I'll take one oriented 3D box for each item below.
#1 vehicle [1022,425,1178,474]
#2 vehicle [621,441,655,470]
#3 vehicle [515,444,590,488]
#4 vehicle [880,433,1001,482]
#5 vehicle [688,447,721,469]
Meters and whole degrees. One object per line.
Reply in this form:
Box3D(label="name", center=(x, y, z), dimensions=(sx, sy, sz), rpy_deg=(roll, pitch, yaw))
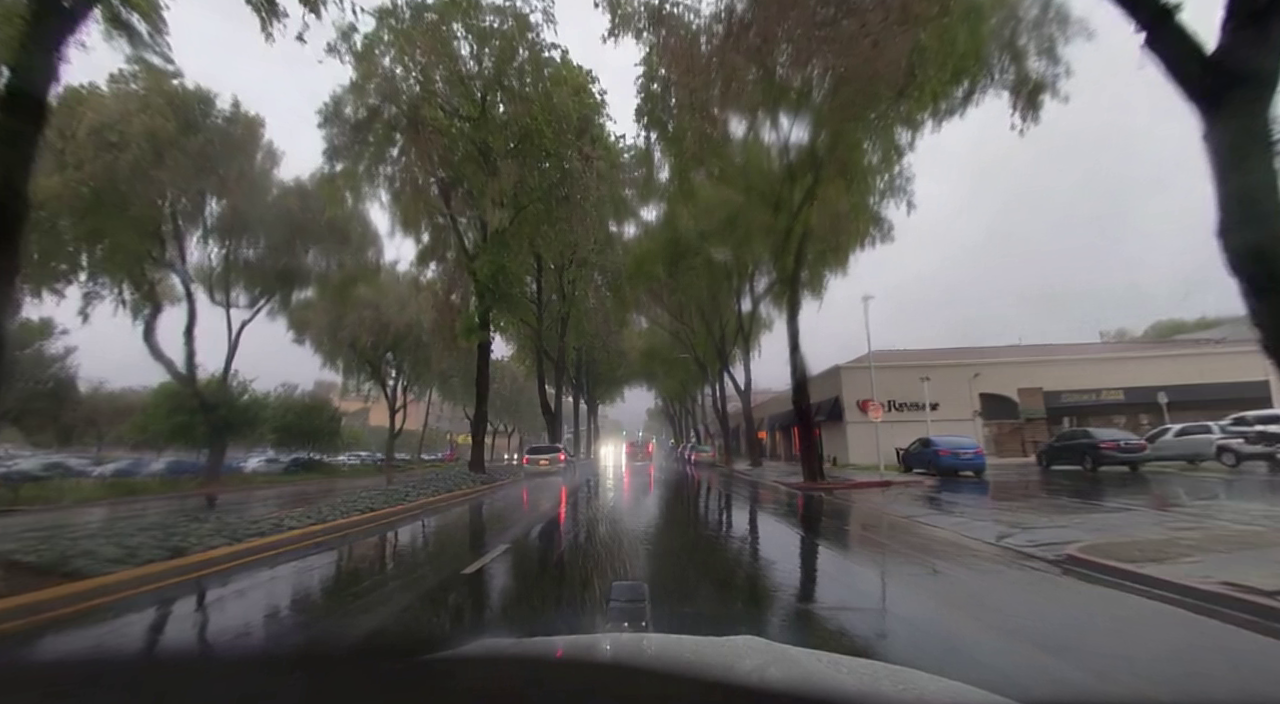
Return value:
Box3D(label="vehicle", center=(15.515, 3.340, 21.637), dimensions=(2.000, 1.494, 4.382), rpy_deg=(0, -9, 0))
Box3D(label="vehicle", center=(-0.153, 6.584, 40.301), dimensions=(2.075, 1.770, 4.018), rpy_deg=(0, -9, -1))
Box3D(label="vehicle", center=(-3.214, 4.314, 24.246), dimensions=(2.151, 1.484, 4.468), rpy_deg=(0, -9, 1))
Box3D(label="vehicle", center=(10.254, 3.637, 21.956), dimensions=(1.998, 1.494, 4.411), rpy_deg=(0, -9, -1))
Box3D(label="vehicle", center=(4.543, 7.551, 45.115), dimensions=(1.896, 1.451, 4.329), rpy_deg=(0, -9, 0))
